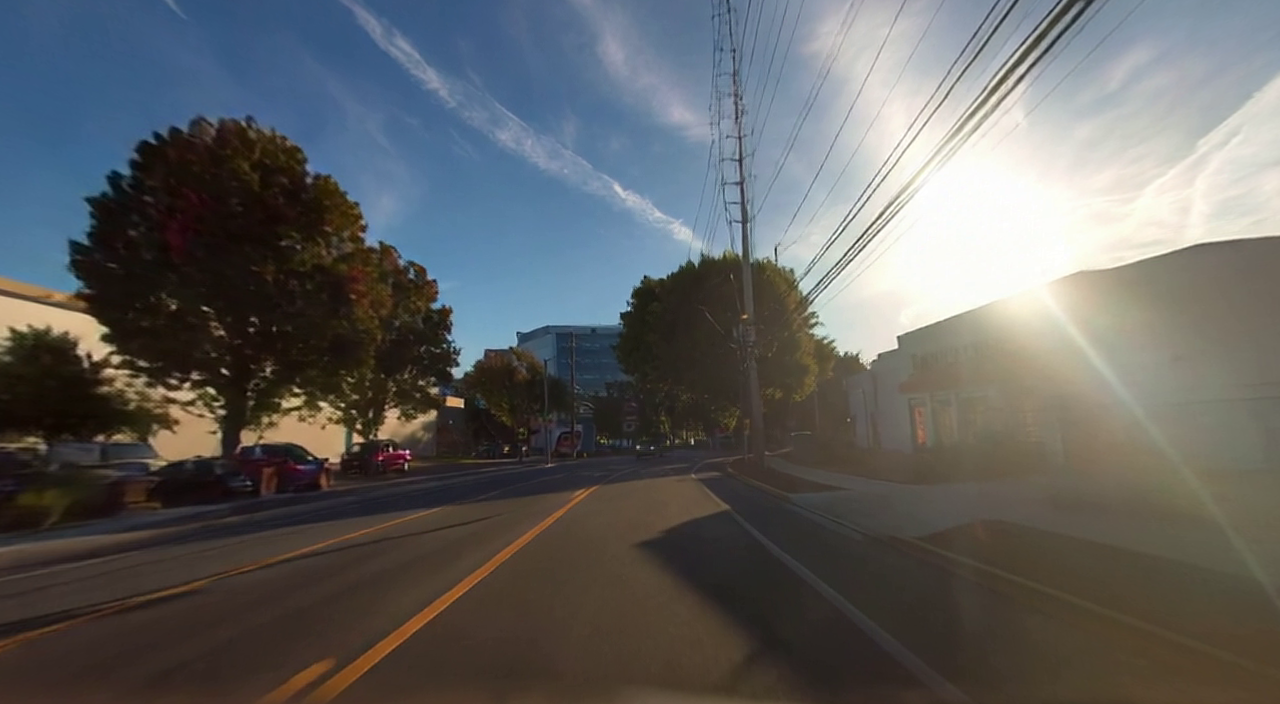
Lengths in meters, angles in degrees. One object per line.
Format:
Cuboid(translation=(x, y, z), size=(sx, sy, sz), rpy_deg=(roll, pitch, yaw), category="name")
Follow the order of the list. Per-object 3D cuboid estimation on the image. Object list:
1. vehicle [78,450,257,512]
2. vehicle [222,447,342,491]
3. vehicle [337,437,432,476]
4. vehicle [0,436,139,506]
Cuboid(translation=(-14.523, 3.945, 19.804), size=(2.122, 1.440, 4.601), rpy_deg=(-4, -8, 0), category="vehicle")
Cuboid(translation=(-14.169, 4.617, 25.337), size=(2.070, 1.577, 4.652), rpy_deg=(0, -8, 1), category="vehicle")
Cuboid(translation=(-15.460, 6.424, 38.722), size=(2.502, 2.113, 6.488), rpy_deg=(-1, -10, 6), category="vehicle")
Cuboid(translation=(-19.753, 3.810, 20.614), size=(2.099, 2.038, 5.624), rpy_deg=(0, -8, 0), category="vehicle")
